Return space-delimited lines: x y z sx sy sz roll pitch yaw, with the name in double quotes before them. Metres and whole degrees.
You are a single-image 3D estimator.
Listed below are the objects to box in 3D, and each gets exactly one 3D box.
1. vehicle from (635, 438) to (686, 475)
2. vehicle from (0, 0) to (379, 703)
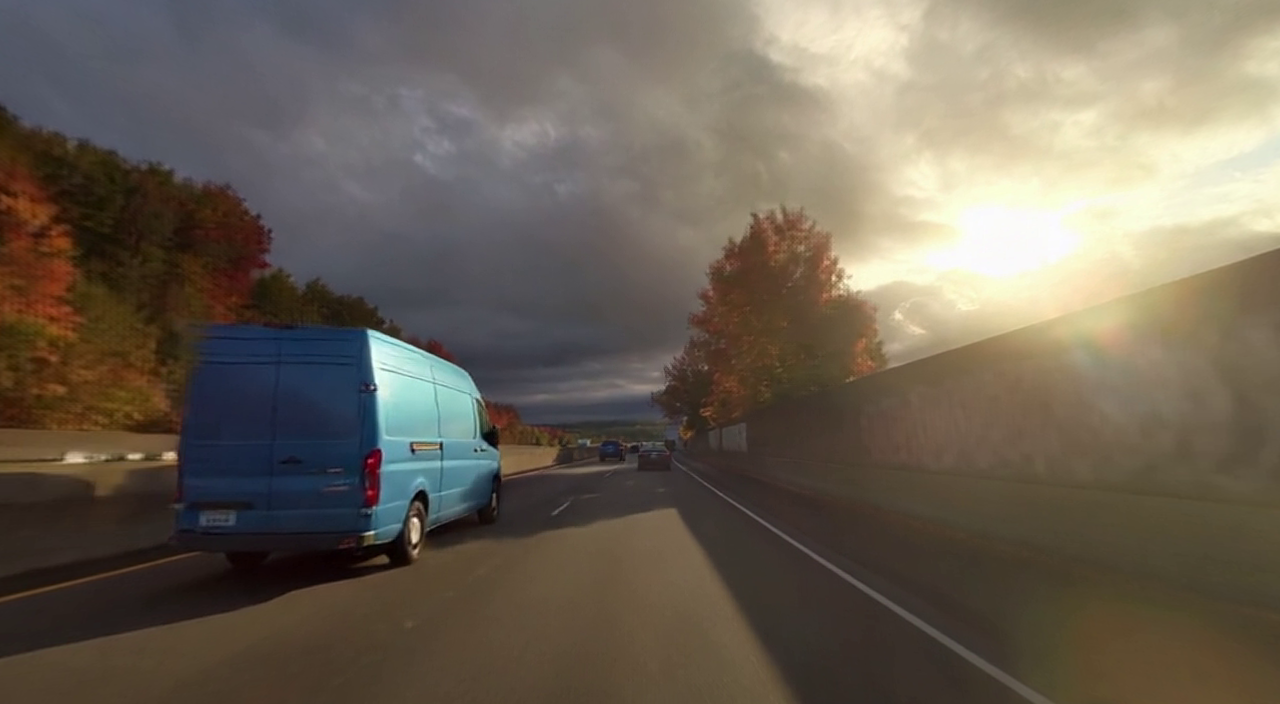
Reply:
"vehicle" 0.864 4.513 27.424 2.071 1.487 3.948 0 -8 1
"vehicle" -3.471 0.159 2.867 2.334 2.769 5.087 0 -8 -1
